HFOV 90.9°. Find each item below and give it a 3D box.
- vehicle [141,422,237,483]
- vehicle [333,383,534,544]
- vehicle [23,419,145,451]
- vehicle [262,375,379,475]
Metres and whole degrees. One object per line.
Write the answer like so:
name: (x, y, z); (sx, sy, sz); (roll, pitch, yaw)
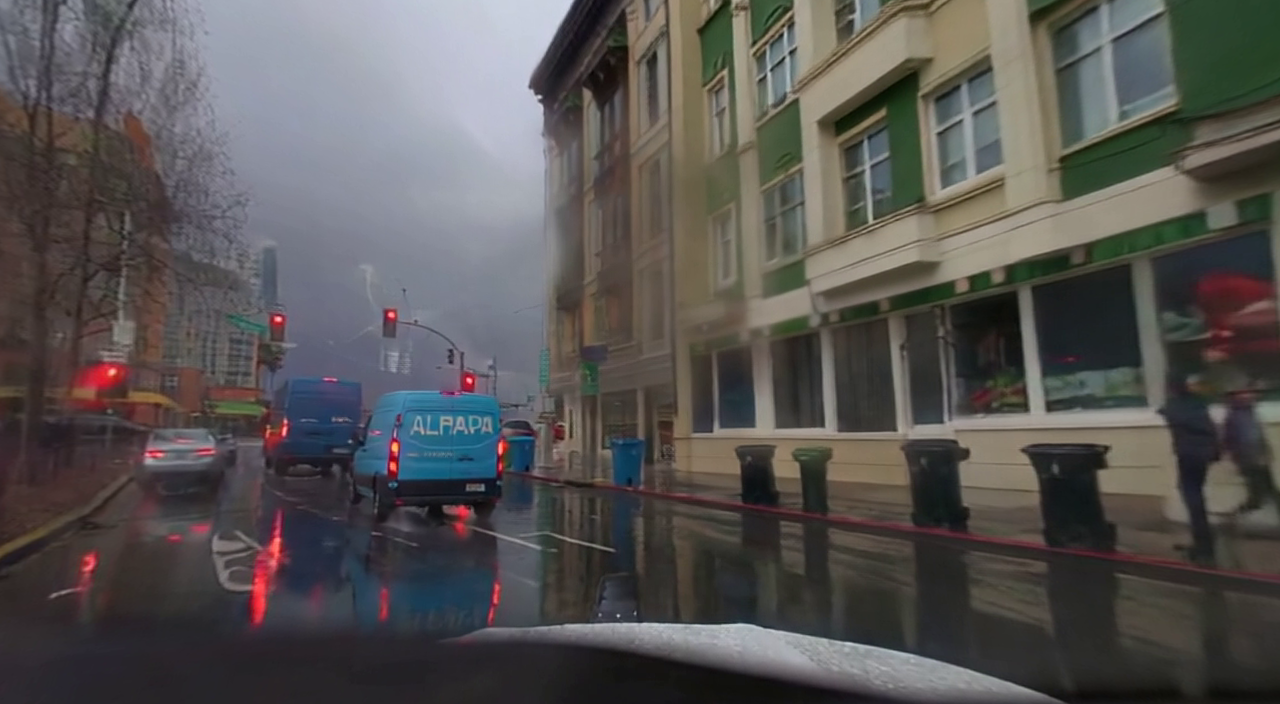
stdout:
vehicle: (-12.155, 2.661, 17.050); (1.841, 1.461, 3.426); (5, -9, -34)
vehicle: (-3.422, 1.624, 9.862); (1.951, 1.907, 4.266); (5, -9, -32)
vehicle: (-26.291, 3.945, 29.904); (1.657, 1.400, 3.951); (-5, -9, 33)
vehicle: (-10.490, 2.405, 20.359); (2.333, 2.703, 6.504); (5, -9, -34)
